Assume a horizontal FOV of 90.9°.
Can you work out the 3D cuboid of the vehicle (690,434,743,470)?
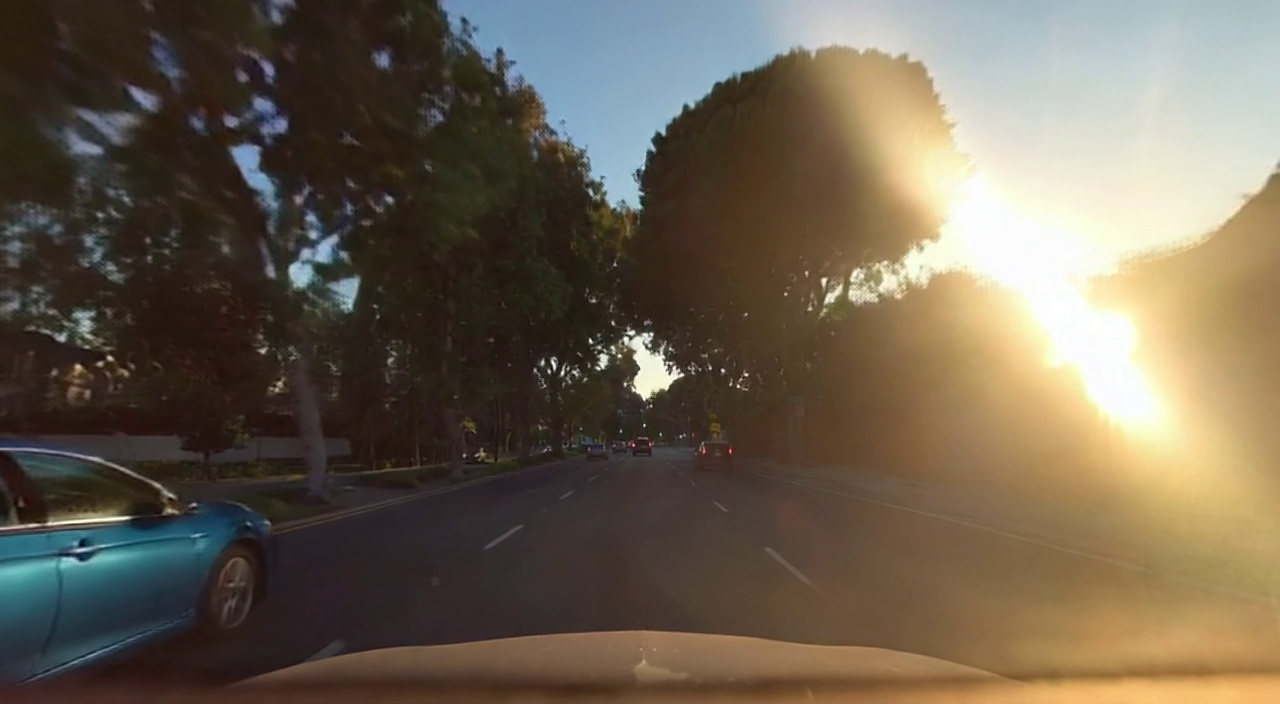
[{"bbox_3d":[3.851,5.133,32.467,2.182,1.688,4.187,0,-8,-1],"label":"vehicle"}]

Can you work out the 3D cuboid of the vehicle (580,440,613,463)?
[{"bbox_3d":[-2.959,6.858,43.560,1.940,1.473,4.133,-1,-8,1],"label":"vehicle"}]

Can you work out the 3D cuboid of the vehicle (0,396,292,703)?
[{"bbox_3d":[-3.659,0.873,2.077,2.091,1.503,4.989,-1,-8,1],"label":"vehicle"}]
